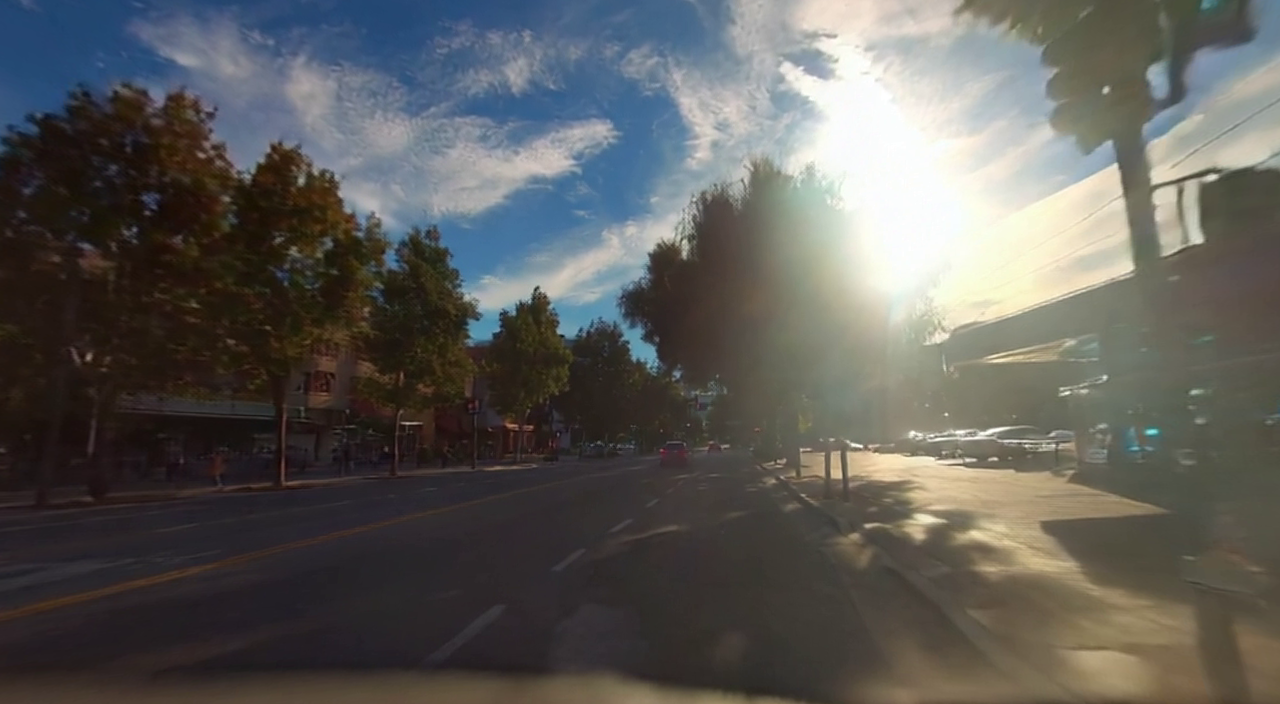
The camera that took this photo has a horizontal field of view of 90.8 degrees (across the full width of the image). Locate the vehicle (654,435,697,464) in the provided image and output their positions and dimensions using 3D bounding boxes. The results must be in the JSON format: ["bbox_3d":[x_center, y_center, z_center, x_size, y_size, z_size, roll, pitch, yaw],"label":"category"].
[{"bbox_3d":[2.340,6.229,40.409,2.101,1.721,4.364,-2,-9,11],"label":"vehicle"}]
